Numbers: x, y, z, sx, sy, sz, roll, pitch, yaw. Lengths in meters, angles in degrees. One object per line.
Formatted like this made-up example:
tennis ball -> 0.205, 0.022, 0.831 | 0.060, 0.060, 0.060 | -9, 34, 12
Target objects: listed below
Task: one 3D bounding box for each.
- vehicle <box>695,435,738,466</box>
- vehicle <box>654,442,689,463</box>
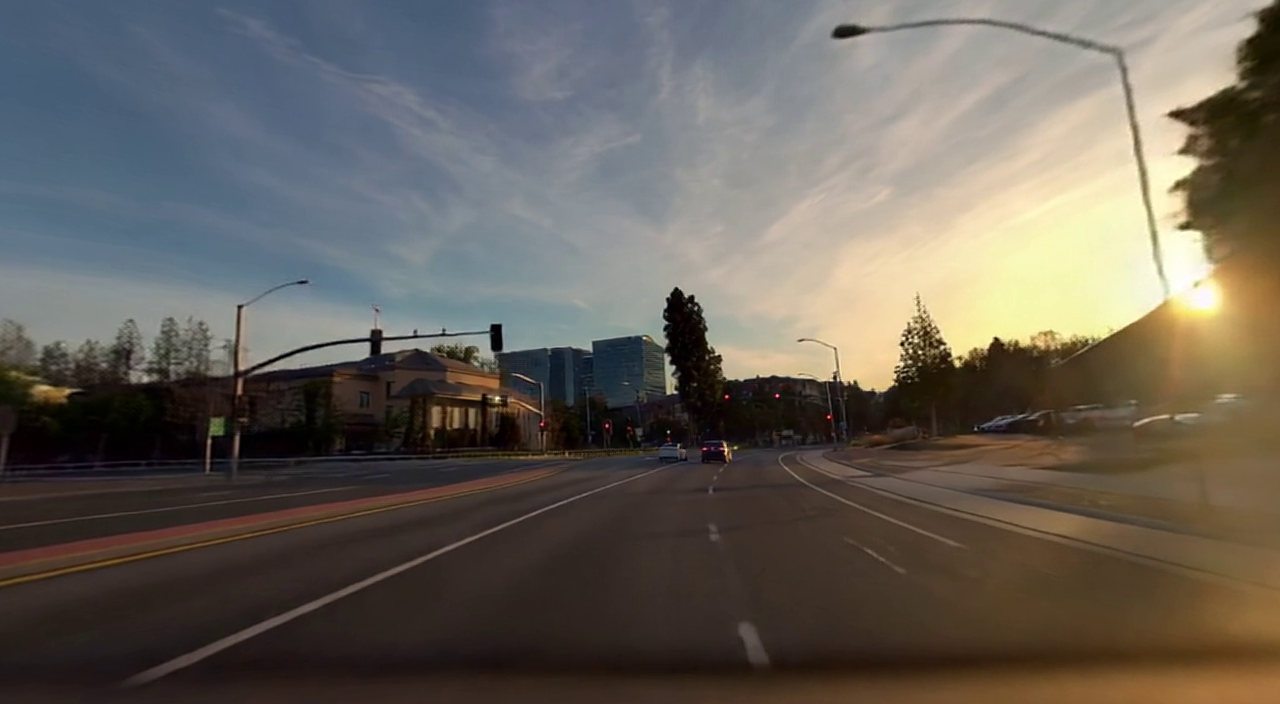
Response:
vehicle -> 5.096, 6.462, 41.477 | 2.356, 1.931, 4.840 | -2, -9, 11
vehicle -> 2.456, 7.650, 48.262 | 1.952, 1.472, 4.312 | -2, -9, 12
